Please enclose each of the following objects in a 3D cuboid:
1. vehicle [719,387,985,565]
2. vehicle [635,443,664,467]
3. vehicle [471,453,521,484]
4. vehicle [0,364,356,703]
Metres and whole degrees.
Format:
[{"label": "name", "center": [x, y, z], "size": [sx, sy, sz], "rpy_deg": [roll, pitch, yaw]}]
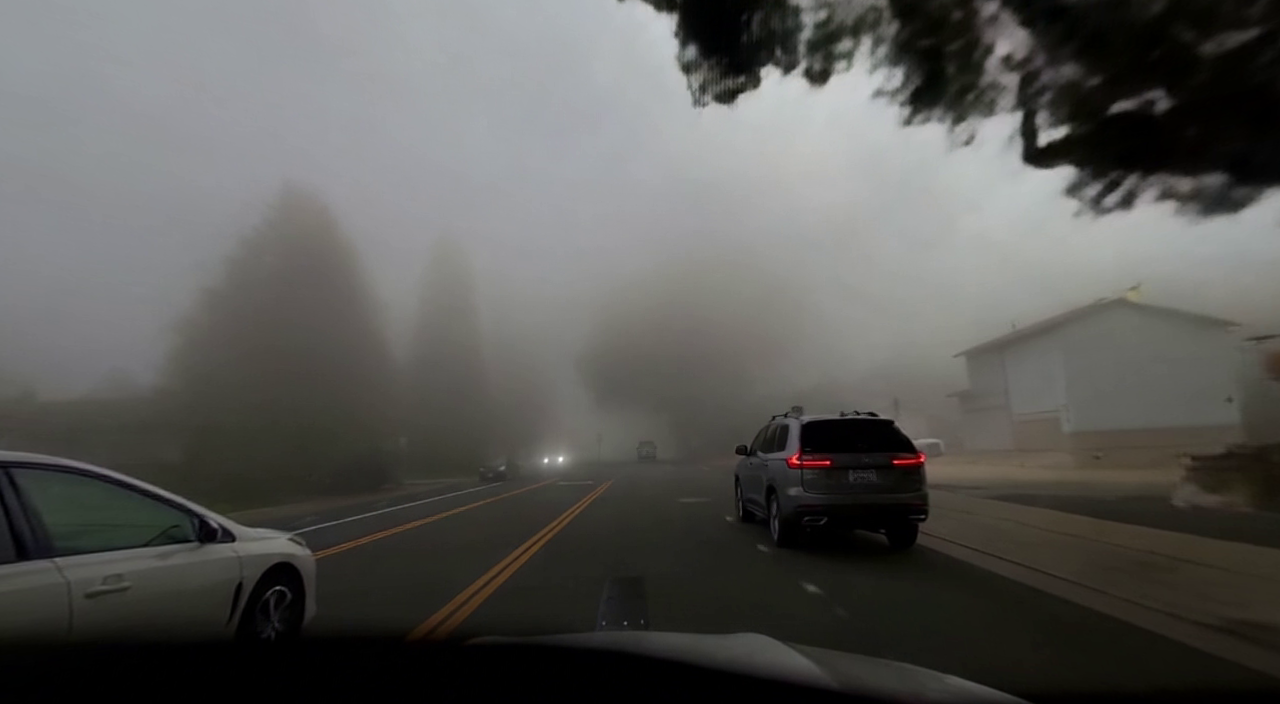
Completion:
[{"label": "vehicle", "center": [2.834, 1.870, 10.255], "size": [2.338, 2.063, 5.592], "rpy_deg": [0, -9, 0]}, {"label": "vehicle", "center": [0.728, 8.130, 49.841], "size": [2.138, 1.729, 4.178], "rpy_deg": [0, -9, 1]}, {"label": "vehicle", "center": [-8.567, 6.948, 37.881], "size": [1.970, 1.651, 4.272], "rpy_deg": [0, -9, 0]}, {"label": "vehicle", "center": [-3.194, 0.925, 2.388], "size": [2.058, 1.659, 4.514], "rpy_deg": [-1, -9, 1]}]
